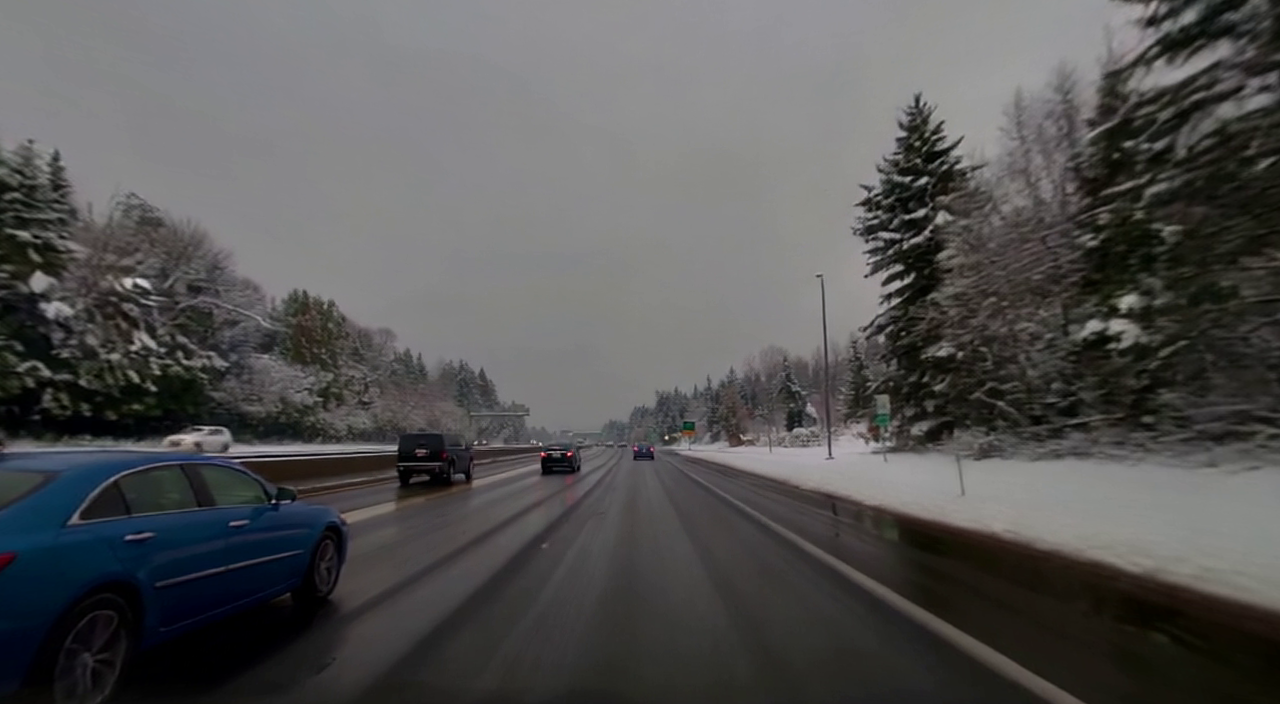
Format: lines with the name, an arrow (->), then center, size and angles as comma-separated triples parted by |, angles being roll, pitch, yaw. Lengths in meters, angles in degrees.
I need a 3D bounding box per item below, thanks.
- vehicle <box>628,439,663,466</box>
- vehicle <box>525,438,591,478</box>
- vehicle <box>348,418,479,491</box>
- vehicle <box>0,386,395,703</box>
vehicle -> 0.297, 6.117, 38.574 | 2.018, 1.508, 4.087 | 0, -8, -1
vehicle -> -3.288, 4.335, 26.204 | 2.068, 1.501, 4.395 | 0, -8, 1
vehicle -> -6.907, 3.216, 20.051 | 2.171, 1.982, 5.246 | 0, -8, 0
vehicle -> -3.424, 1.115, 3.893 | 2.025, 1.506, 4.429 | 0, -8, 0
